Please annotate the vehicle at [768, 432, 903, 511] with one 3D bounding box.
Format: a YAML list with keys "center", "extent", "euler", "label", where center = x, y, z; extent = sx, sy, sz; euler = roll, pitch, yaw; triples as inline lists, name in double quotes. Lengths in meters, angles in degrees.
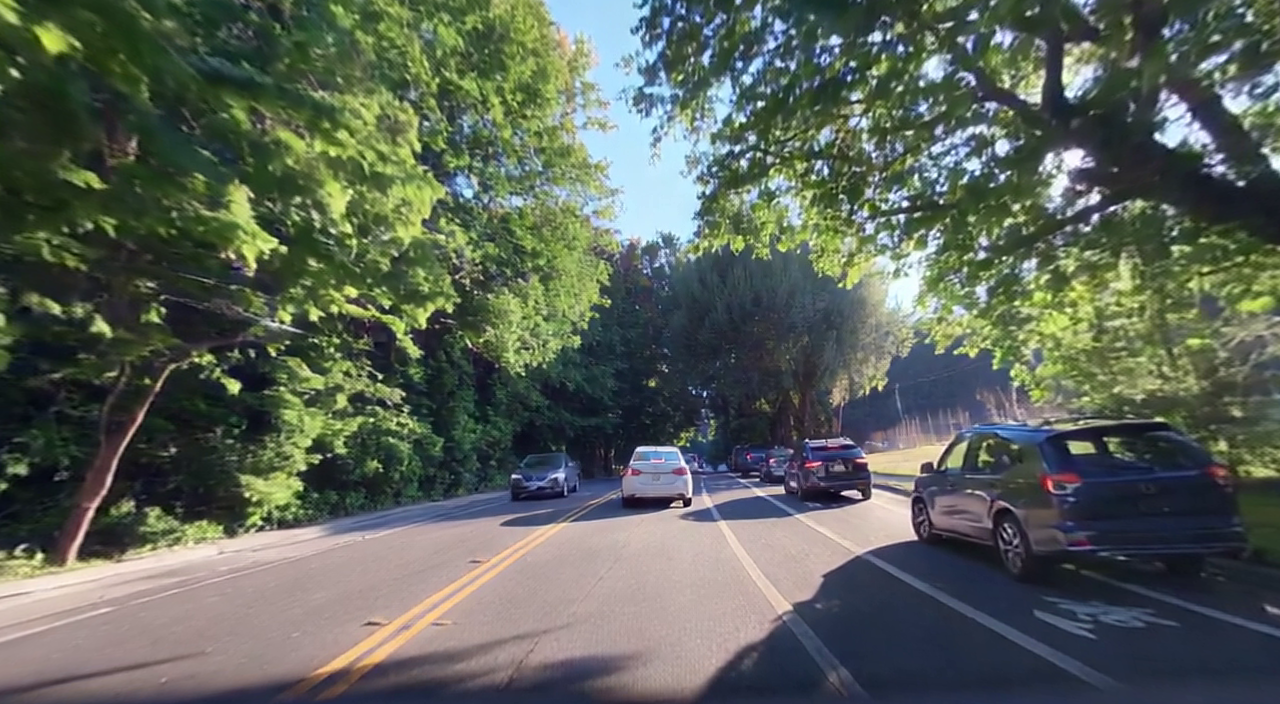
- center: [4.581, 2.861, 15.629]
  extent: [1.957, 1.629, 4.609]
  euler: [0, -8, 1]
  label: "vehicle"

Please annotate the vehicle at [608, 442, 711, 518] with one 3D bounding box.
- center: [0.468, 2.905, 14.868]
  extent: [2.078, 1.521, 4.058]
  euler: [0, -8, 2]
  label: "vehicle"

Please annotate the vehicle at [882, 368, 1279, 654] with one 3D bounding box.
- center: [4.284, 1.339, 6.407]
  extent: [1.968, 1.783, 4.826]
  euler: [0, -8, 3]
  label: "vehicle"

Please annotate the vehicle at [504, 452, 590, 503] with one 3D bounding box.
- center: [-3.167, 4.369, 22.384]
  extent: [2.087, 1.449, 4.575]
  euler: [-3, -9, 4]
  label: "vehicle"
